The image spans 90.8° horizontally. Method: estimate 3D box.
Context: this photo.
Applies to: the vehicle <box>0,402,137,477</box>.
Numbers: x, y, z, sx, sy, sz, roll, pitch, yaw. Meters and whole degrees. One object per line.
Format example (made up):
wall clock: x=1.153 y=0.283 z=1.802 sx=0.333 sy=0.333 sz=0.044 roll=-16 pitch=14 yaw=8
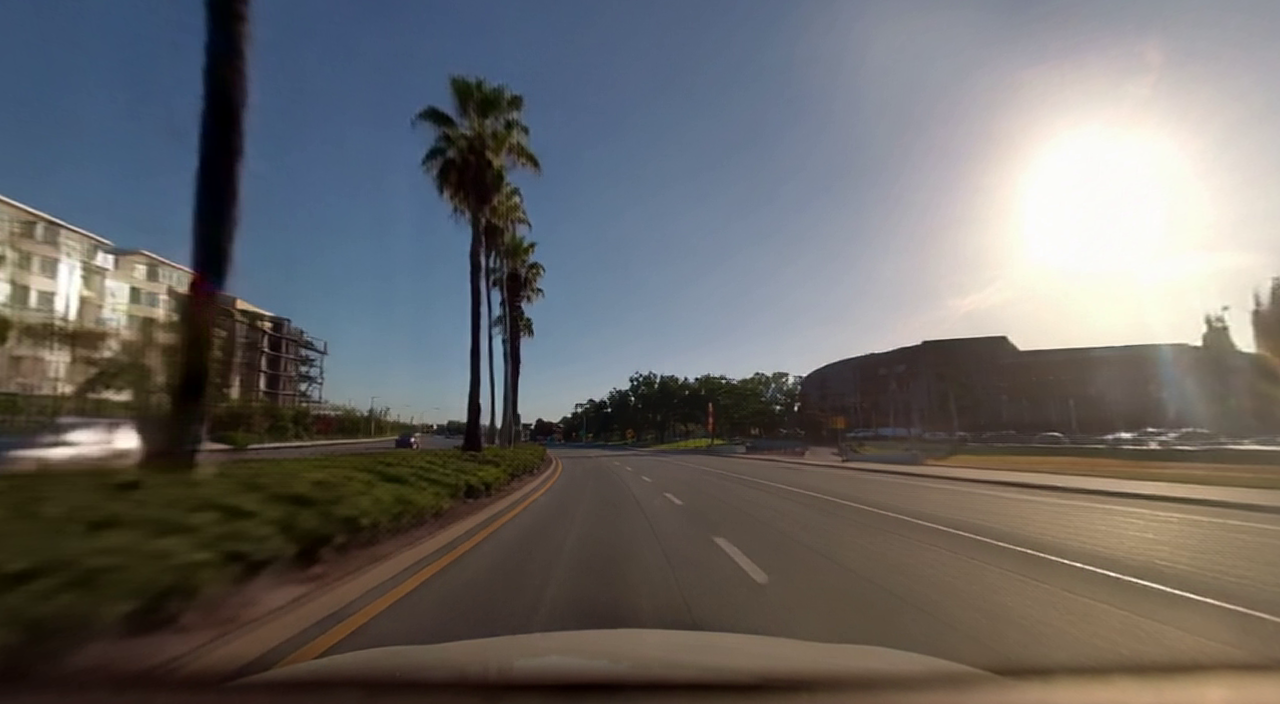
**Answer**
vehicle: x=-15.828 y=2.291 z=16.319 sx=2.061 sy=1.699 sz=4.606 roll=0 pitch=-9 yaw=-4
